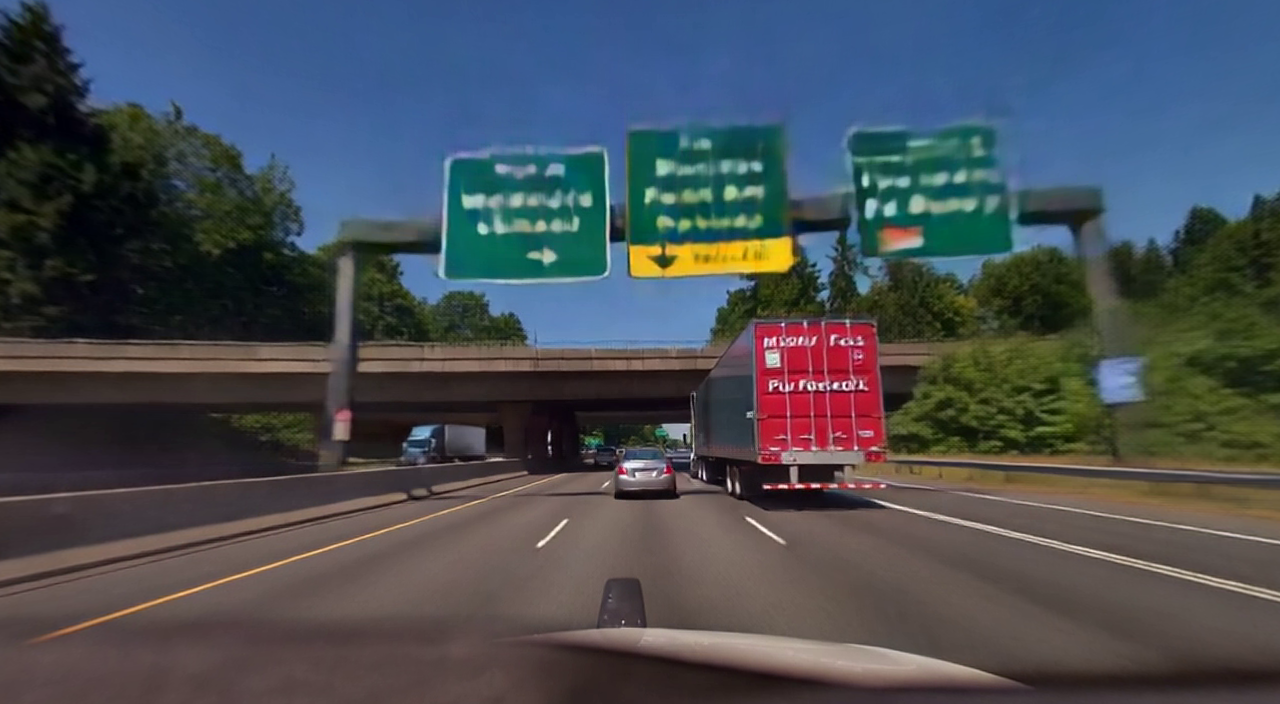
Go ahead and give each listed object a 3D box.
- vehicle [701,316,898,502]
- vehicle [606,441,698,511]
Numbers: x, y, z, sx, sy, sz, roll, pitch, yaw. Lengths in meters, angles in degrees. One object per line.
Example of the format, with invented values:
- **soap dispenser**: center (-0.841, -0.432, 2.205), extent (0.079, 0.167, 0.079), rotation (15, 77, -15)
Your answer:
- **vehicle**: center (4.053, 2.283, 20.465), extent (2.960, 4.018, 13.834), rotation (0, -9, 1)
- **vehicle**: center (0.253, 3.135, 16.367), extent (2.039, 1.532, 4.610), rotation (0, -9, -1)
